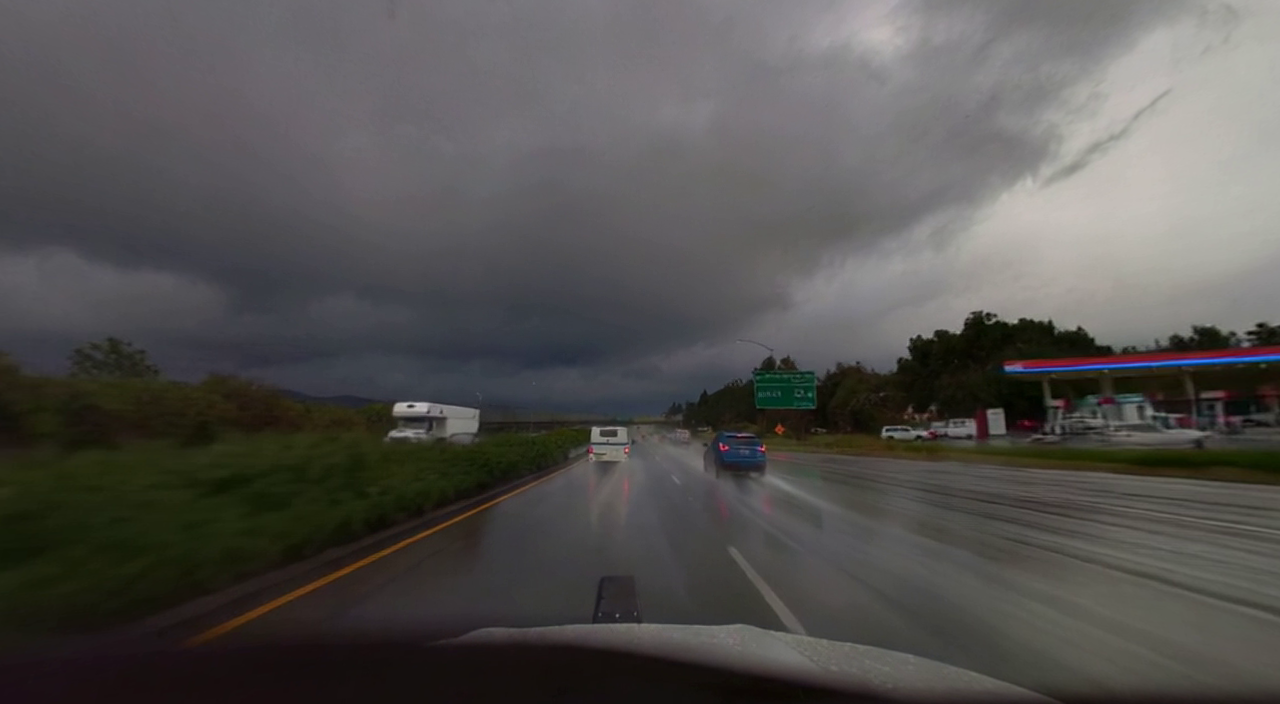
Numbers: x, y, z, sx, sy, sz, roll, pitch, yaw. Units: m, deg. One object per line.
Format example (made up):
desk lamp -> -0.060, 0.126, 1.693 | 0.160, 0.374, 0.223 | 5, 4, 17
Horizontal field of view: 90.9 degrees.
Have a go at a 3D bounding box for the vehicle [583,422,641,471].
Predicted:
vehicle -> -1.002, 3.680, 24.876 | 2.061, 1.732, 4.457 | 0, -7, 0

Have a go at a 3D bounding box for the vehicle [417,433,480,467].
vehicle -> -9.524, 4.888, 31.666 | 1.950, 1.588, 3.676 | 0, -7, 1

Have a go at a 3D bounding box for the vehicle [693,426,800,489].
vehicle -> 2.831, 2.925, 18.016 | 2.151, 1.550, 4.694 | 0, -7, -1
